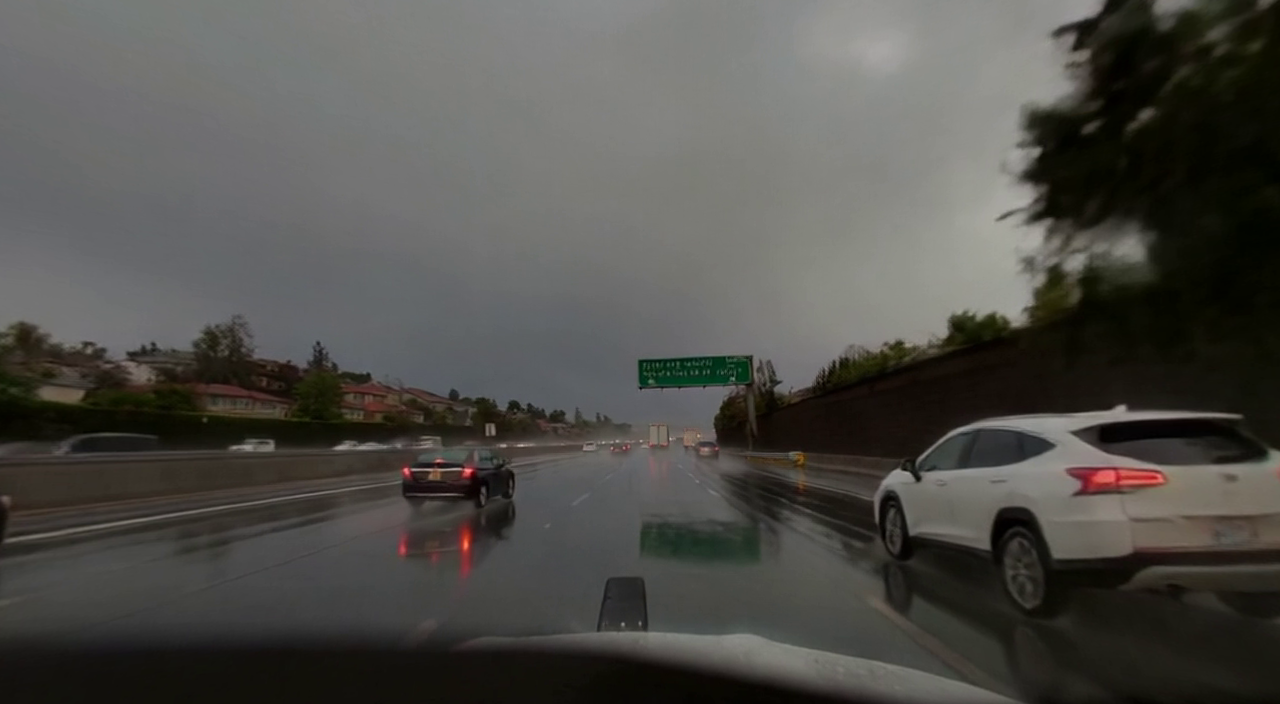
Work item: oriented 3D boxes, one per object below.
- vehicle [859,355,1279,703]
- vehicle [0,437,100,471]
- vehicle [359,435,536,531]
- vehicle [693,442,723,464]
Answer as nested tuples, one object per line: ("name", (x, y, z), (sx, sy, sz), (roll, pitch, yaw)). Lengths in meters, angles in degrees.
("vehicle", (3.703, 1.208, 5.172), (2.108, 1.709, 4.703), (0, -9, 1))
("vehicle", (-27.935, 4.724, 29.251), (1.960, 1.438, 3.957), (0, -9, 2))
("vehicle", (-3.369, 2.368, 11.970), (1.947, 1.479, 4.114), (0, -9, 2))
("vehicle", (5.239, 7.833, 48.885), (2.046, 1.655, 4.143), (0, -9, 2))
